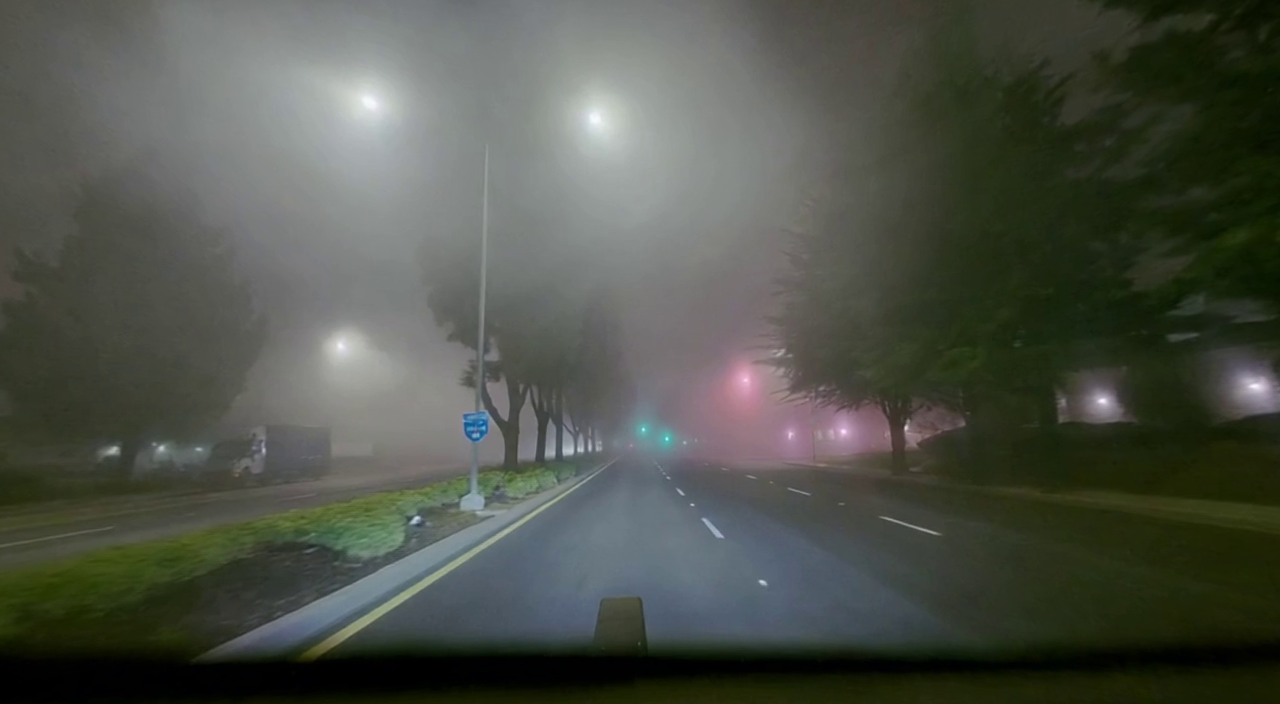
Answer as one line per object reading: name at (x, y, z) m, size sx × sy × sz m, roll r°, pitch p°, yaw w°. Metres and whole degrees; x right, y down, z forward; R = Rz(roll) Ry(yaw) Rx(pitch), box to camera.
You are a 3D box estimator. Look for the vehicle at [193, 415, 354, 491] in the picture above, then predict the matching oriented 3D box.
vehicle at (-19.499, 5.503, 34.726) m, size 2.866 × 3.528 × 9.798 m, roll 0°, pitch -9°, yaw 0°
